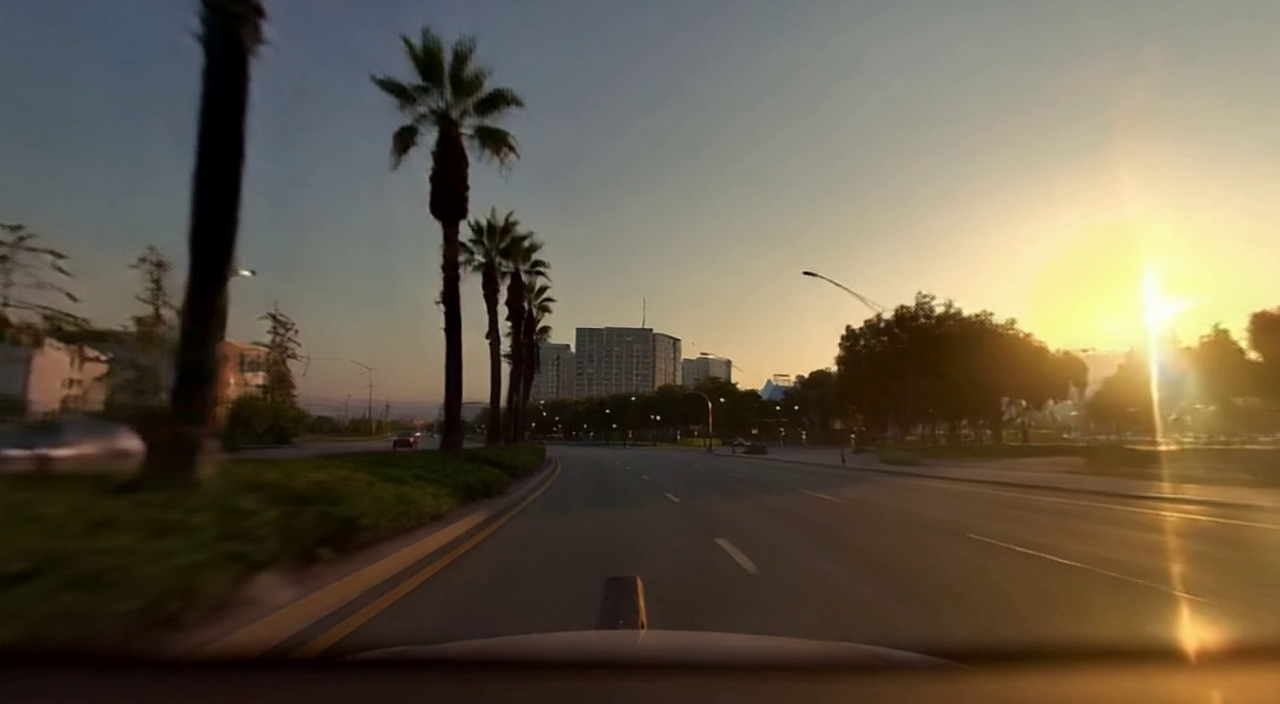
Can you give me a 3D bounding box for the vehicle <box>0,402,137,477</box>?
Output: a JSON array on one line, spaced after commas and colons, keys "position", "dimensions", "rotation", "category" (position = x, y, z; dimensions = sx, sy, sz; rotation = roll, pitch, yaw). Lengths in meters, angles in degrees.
[{"position": [-15.828, 2.291, 16.319], "dimensions": [2.061, 1.699, 4.606], "rotation": [0, -9, -4], "category": "vehicle"}]
